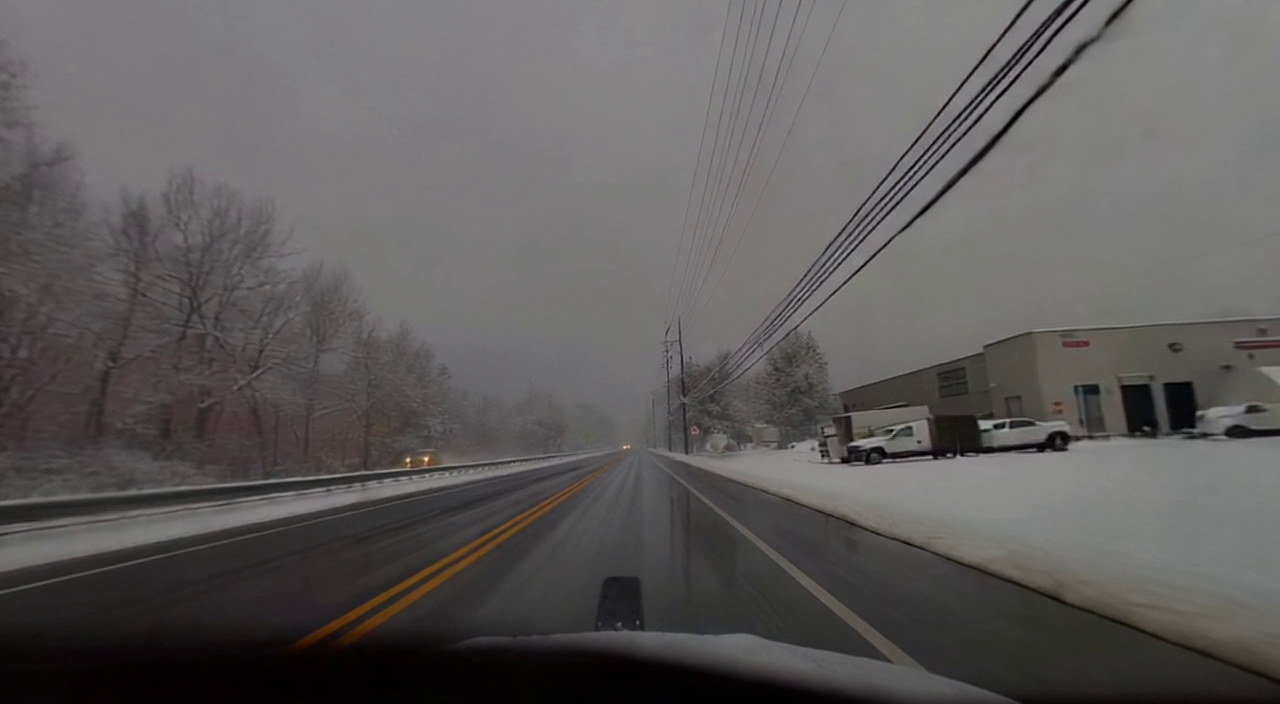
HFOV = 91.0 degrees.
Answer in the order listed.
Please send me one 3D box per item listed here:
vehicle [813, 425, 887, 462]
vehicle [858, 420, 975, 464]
[{"bbox_3d":[15.662,6.950,47.586,2.923,2.494,7.148,-1,-8,-2],"label":"vehicle"},{"bbox_3d":[15.848,5.316,37.009,3.199,2.263,8.199,0,-9,0],"label":"vehicle"}]
